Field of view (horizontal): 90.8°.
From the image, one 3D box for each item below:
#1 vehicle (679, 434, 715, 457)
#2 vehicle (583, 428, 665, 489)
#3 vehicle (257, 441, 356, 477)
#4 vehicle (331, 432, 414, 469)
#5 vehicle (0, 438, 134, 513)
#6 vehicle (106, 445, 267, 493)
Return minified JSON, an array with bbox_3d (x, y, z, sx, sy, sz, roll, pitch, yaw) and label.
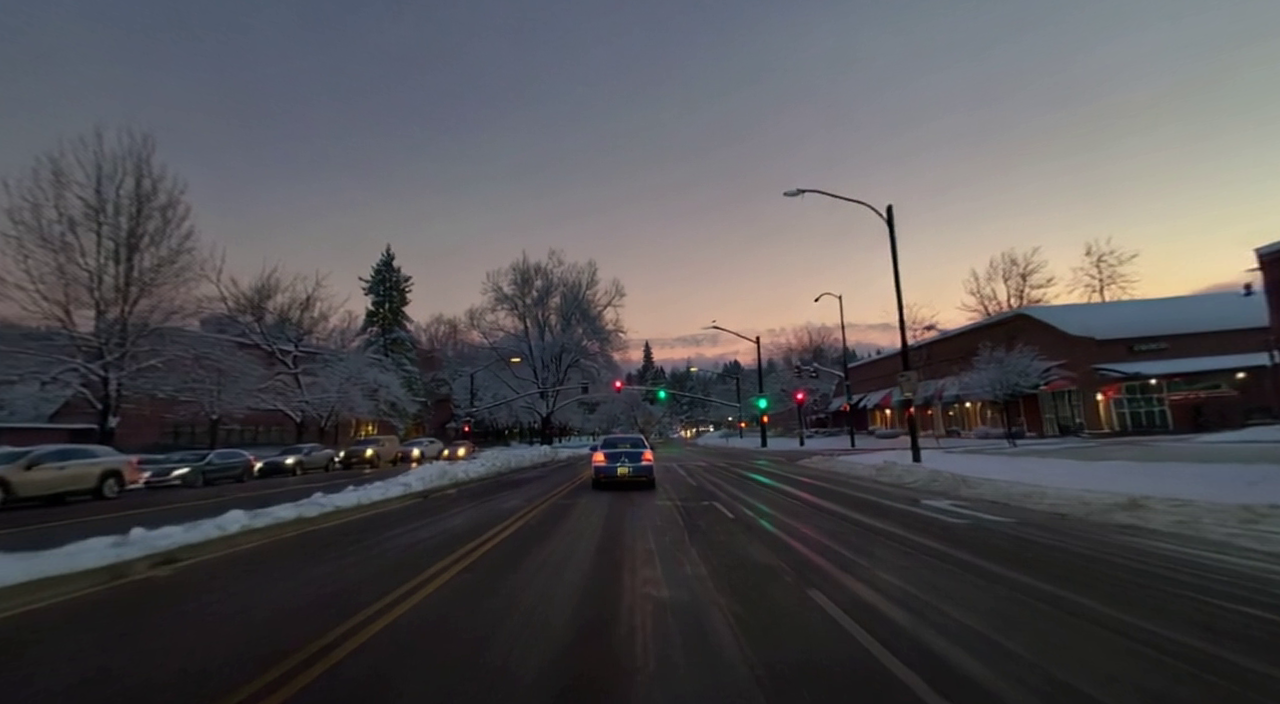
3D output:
[{"bbox_3d":[3.736,6.259,42.281,2.122,1.454,4.271,0,-8,1],"label":"vehicle"},{"bbox_3d":[-0.389,2.923,17.640,2.045,1.510,3.690,0,-8,0],"label":"vehicle"},{"bbox_3d":[-15.594,4.997,29.847,2.131,1.560,4.563,0,-8,1],"label":"vehicle"},{"bbox_3d":[-15.414,5.710,36.846,2.250,1.981,5.861,0,-8,0],"label":"vehicle"},{"bbox_3d":[-15.522,2.979,15.529,2.130,1.692,4.734,0,-8,2],"label":"vehicle"},{"bbox_3d":[-15.668,4.024,22.267,1.931,1.455,5.023,0,-8,0],"label":"vehicle"}]
